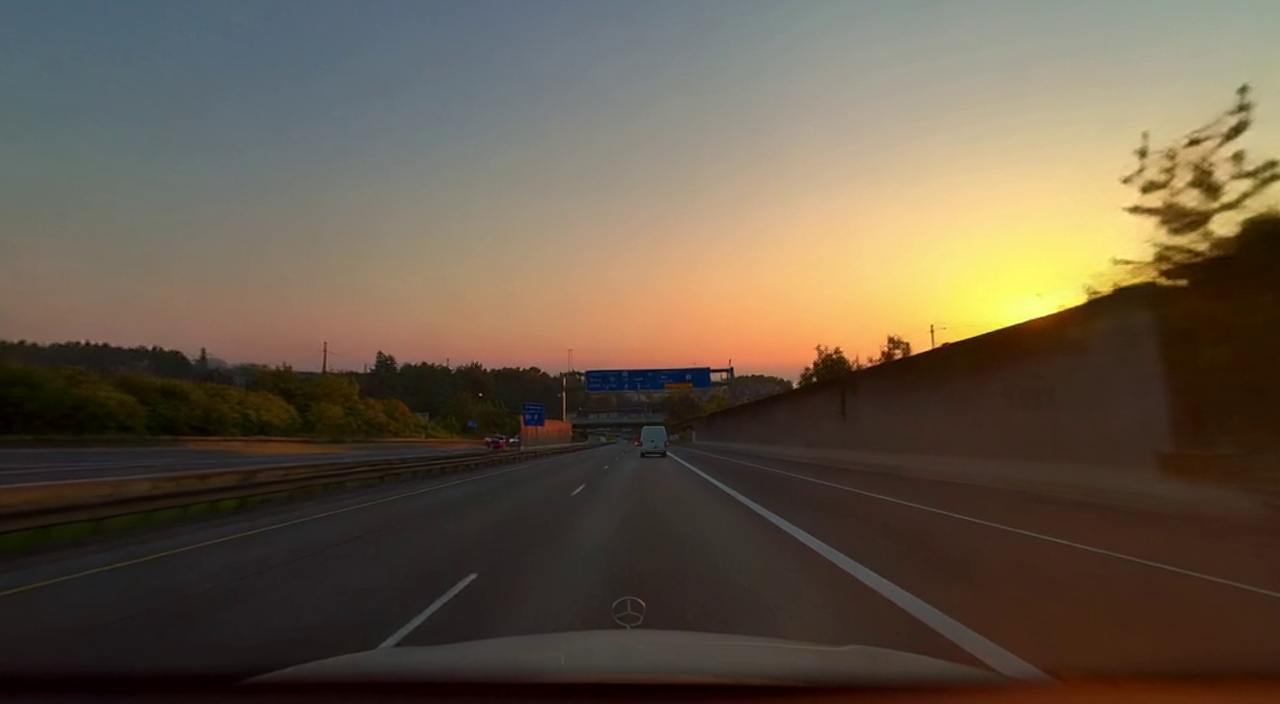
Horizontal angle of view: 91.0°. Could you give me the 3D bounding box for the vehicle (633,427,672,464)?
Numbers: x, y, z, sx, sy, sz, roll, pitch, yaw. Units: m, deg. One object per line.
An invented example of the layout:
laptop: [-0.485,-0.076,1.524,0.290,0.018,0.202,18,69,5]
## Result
vehicle: [0.740,5.781,38.921,2.277,2.109,4.922,0,-8,0]
